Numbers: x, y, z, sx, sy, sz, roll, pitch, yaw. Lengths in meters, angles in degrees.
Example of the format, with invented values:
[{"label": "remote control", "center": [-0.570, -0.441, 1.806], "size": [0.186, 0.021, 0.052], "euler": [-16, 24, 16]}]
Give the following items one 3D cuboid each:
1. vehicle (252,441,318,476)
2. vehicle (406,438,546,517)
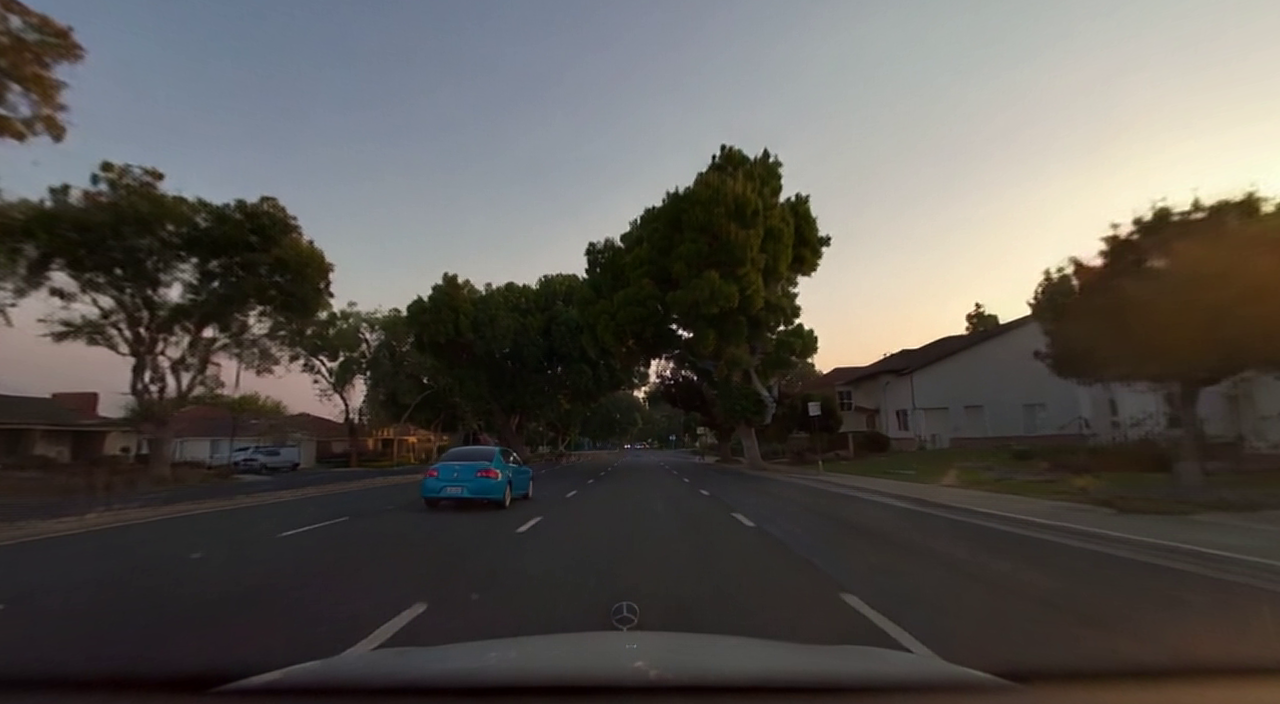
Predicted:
[{"label": "vehicle", "center": [-26.242, 7.859, 46.799], "size": [3.358, 2.439, 2.686], "euler": [1, -9, -8]}, {"label": "vehicle", "center": [-3.459, 2.714, 14.218], "size": [2.005, 1.477, 4.169], "euler": [0, -8, 0]}]
